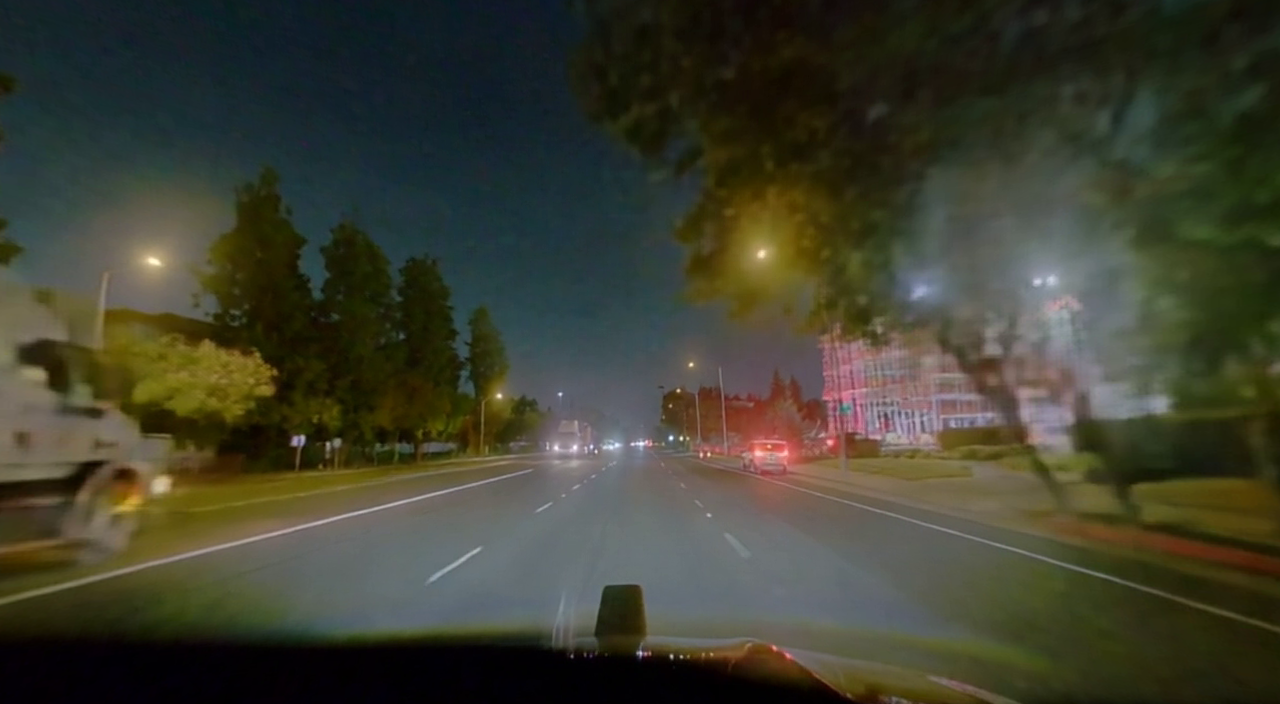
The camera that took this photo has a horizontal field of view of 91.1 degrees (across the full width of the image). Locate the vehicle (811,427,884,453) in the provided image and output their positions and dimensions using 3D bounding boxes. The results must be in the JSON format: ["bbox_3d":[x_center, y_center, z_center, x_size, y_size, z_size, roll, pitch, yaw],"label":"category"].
[{"bbox_3d":[16.287,6.946,49.480,4.986,2.005,2.074,0,-8,-1],"label":"vehicle"}]

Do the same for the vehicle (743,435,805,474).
[{"bbox_3d":[6.826,5.285,32.581,2.169,1.880,4.849,0,-8,0],"label":"vehicle"}]

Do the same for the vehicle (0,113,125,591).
[{"bbox_3d":[-7.225,-0.813,0.104,2.815,4.259,13.345,0,-8,1],"label":"vehicle"}]
